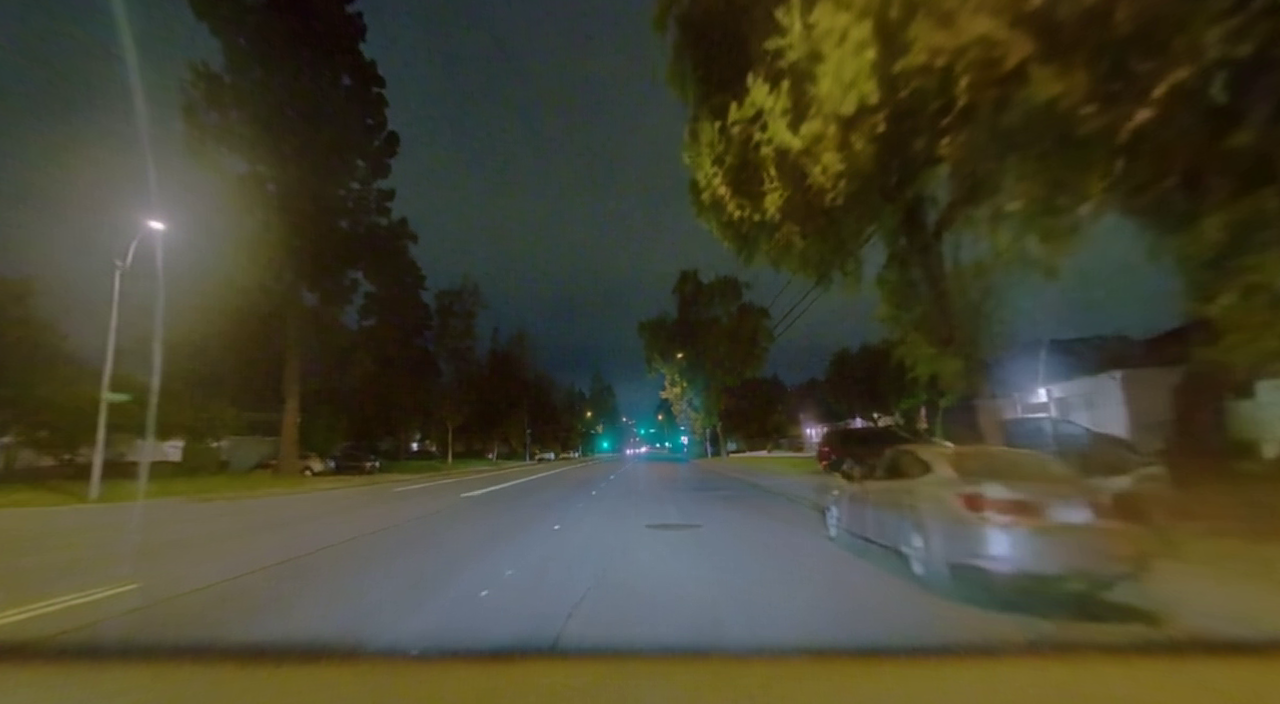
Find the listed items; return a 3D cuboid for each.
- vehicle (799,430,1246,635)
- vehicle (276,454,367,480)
[{"bbox_3d":[3.517,1.722,7.282,2.037,1.518,4.904,0,-8,-1],"label":"vehicle"},{"bbox_3d":[-18.736,6.747,37.285,4.450,1.409,1.990,6,-10,-36],"label":"vehicle"}]
